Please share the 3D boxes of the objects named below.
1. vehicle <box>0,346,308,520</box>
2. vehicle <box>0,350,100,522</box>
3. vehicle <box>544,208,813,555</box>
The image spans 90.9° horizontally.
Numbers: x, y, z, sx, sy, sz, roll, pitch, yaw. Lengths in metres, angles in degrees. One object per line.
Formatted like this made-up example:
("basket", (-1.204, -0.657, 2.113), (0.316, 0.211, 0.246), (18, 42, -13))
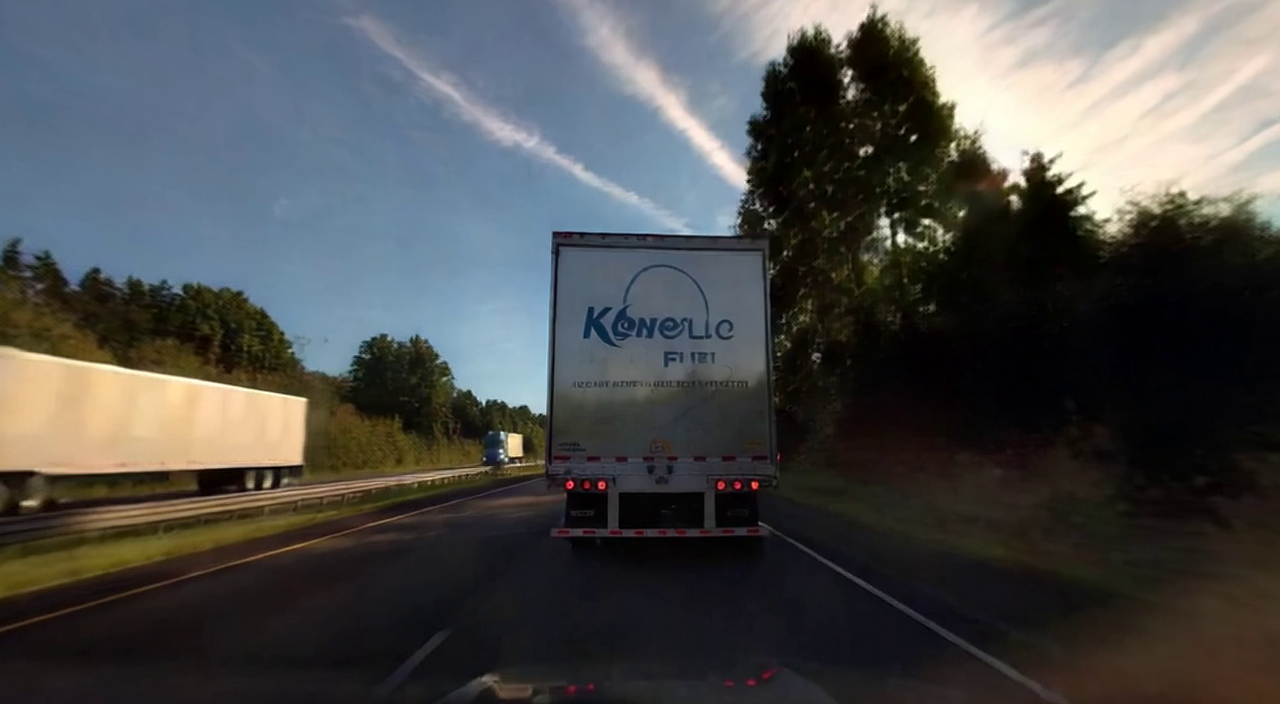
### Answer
("vehicle", (-16.379, 2.868, 20.893), (2.886, 4.022, 14.136), (0, -9, 1))
("vehicle", (-16.393, 1.888, 14.203), (2.992, 3.946, 5.787), (0, -9, 0))
("vehicle", (0.478, 1.402, 15.016), (3.230, 4.377, 14.405), (0, -9, 0))
